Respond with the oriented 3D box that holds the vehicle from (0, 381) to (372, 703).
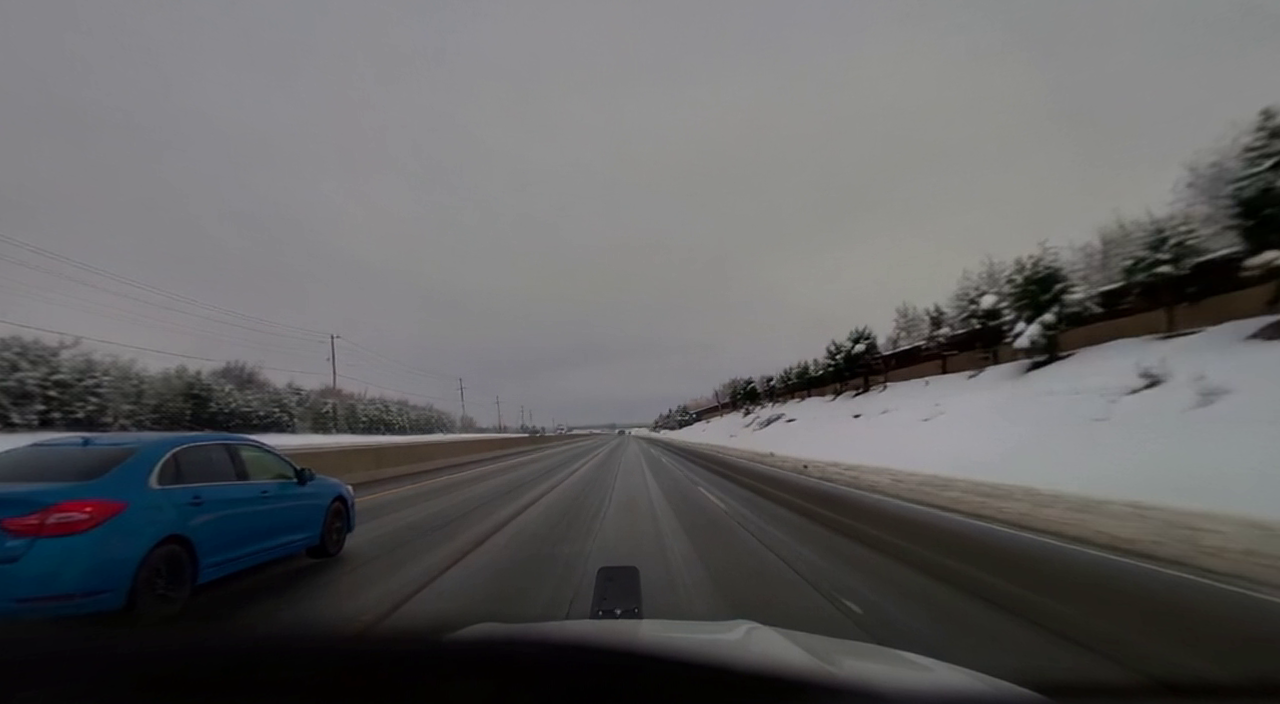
[{"bbox_3d":[-3.930,1.164,4.821,1.999,1.536,3.969,0,-8,0],"label":"vehicle"}]
